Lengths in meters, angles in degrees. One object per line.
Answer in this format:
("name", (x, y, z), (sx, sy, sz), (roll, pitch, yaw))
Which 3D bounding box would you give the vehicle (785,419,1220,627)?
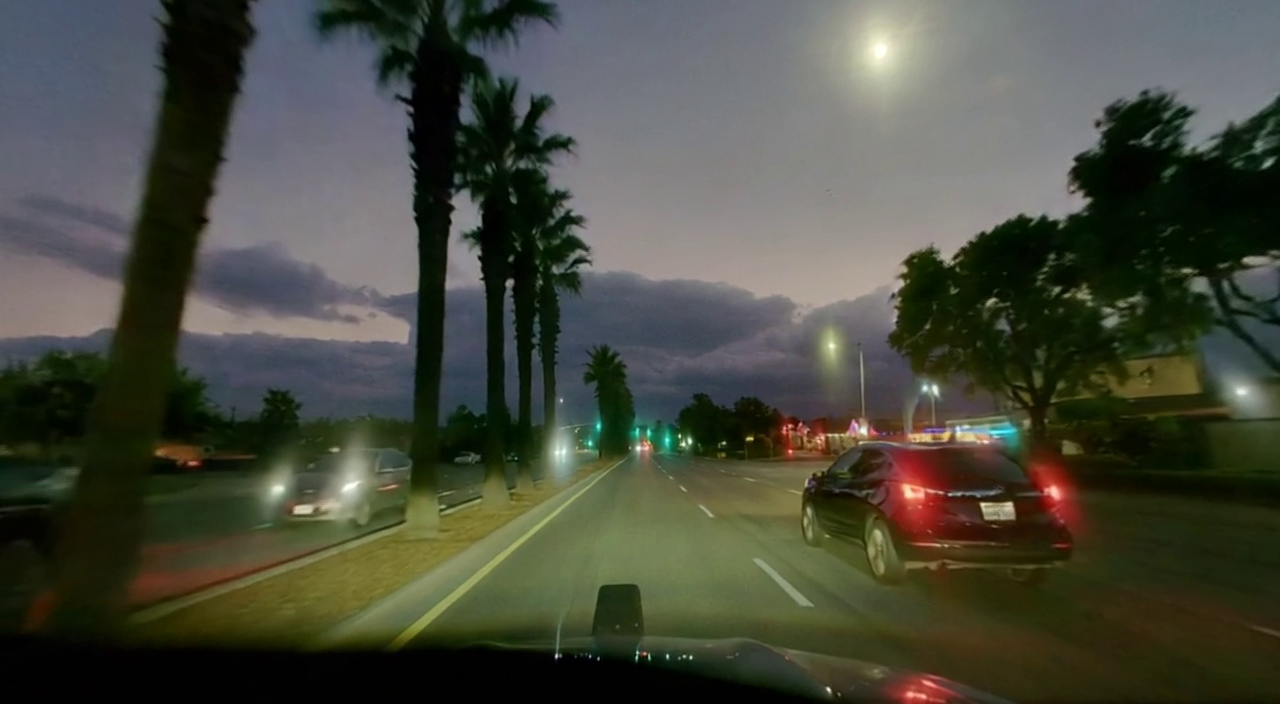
("vehicle", (3.187, 1.608, 6.996), (1.989, 1.492, 4.689), (0, -9, -1))

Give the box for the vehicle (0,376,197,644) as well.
("vehicle", (-5.185, 0.911, 3.313), (1.917, 1.756, 5.264), (0, -9, -1))

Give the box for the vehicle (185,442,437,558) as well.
("vehicle", (-4.837, 2.197, 10.154), (1.798, 1.441, 4.309), (0, -9, -1))
